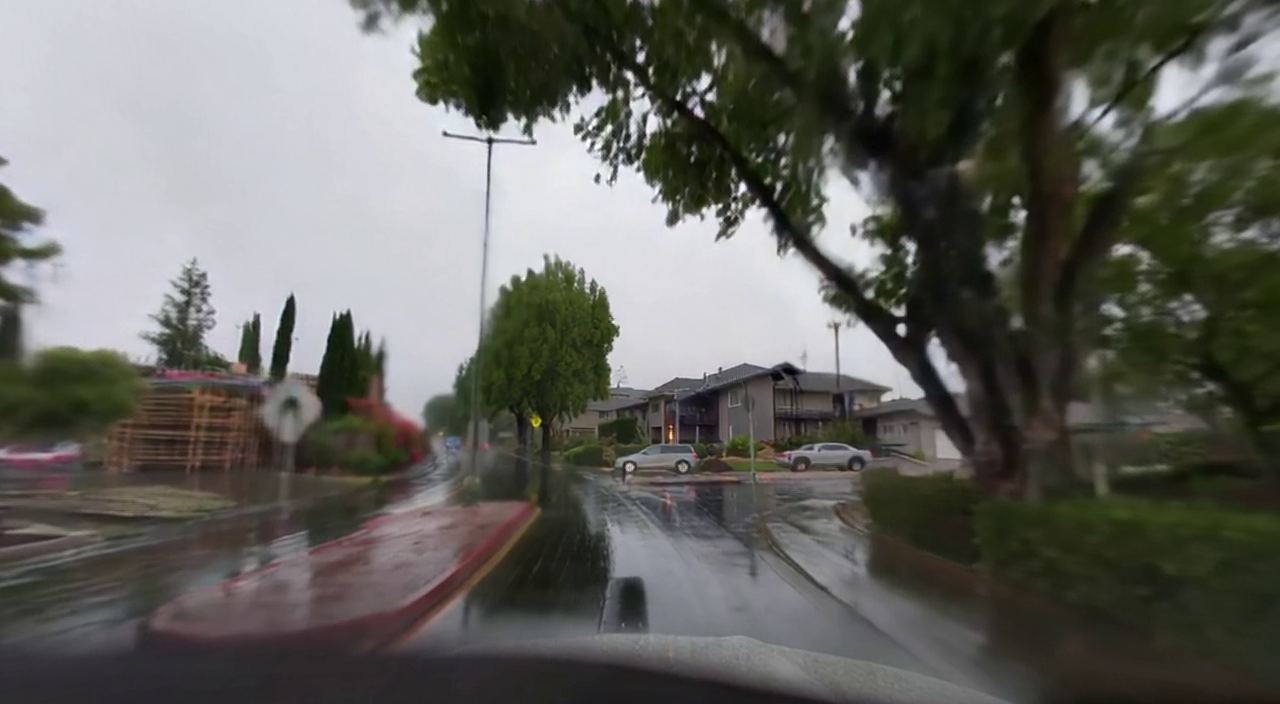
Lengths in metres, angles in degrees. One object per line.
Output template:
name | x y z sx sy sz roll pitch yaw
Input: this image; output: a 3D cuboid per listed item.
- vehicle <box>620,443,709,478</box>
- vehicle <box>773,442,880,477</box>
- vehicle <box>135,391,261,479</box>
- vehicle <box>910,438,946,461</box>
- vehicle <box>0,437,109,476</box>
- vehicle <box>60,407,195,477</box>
vehicle | 1.072 4.979 29.065 3.772 1.531 1.949 1 -9 -10
vehicle | 8.703 5.063 29.692 4.378 1.543 2.080 0 -9 0
vehicle | -19.995 3.733 28.939 2.438 3.594 5.582 2 -6 -10
vehicle | 20.074 6.797 44.015 1.825 1.482 4.073 -3 -9 18
vehicle | -25.215 4.497 27.284 1.735 1.534 3.621 1 -9 -11
vehicle | -22.703 4.058 28.267 2.207 2.862 4.908 1 -9 -8
